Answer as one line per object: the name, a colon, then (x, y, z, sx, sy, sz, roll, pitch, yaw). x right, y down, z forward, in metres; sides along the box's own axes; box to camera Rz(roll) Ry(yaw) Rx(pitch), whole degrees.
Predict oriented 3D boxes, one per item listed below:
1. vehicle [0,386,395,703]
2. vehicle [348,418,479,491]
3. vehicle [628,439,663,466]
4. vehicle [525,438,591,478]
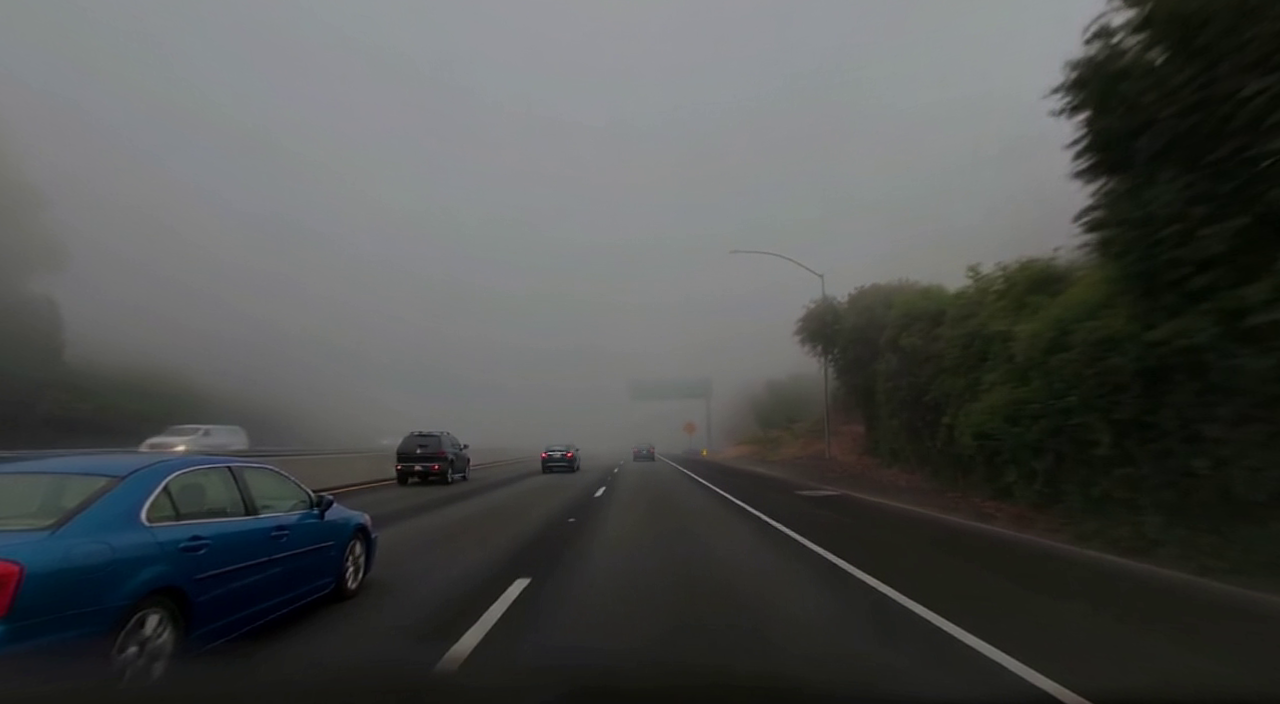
vehicle: (-3.424, 1.115, 3.893, 2.025, 1.506, 4.429, 0, -8, 0)
vehicle: (-6.907, 3.216, 20.051, 2.171, 1.982, 5.246, 0, -8, 0)
vehicle: (0.297, 6.117, 38.574, 2.018, 1.508, 4.087, 0, -8, -1)
vehicle: (-3.288, 4.335, 26.204, 2.068, 1.501, 4.395, 0, -8, 1)
